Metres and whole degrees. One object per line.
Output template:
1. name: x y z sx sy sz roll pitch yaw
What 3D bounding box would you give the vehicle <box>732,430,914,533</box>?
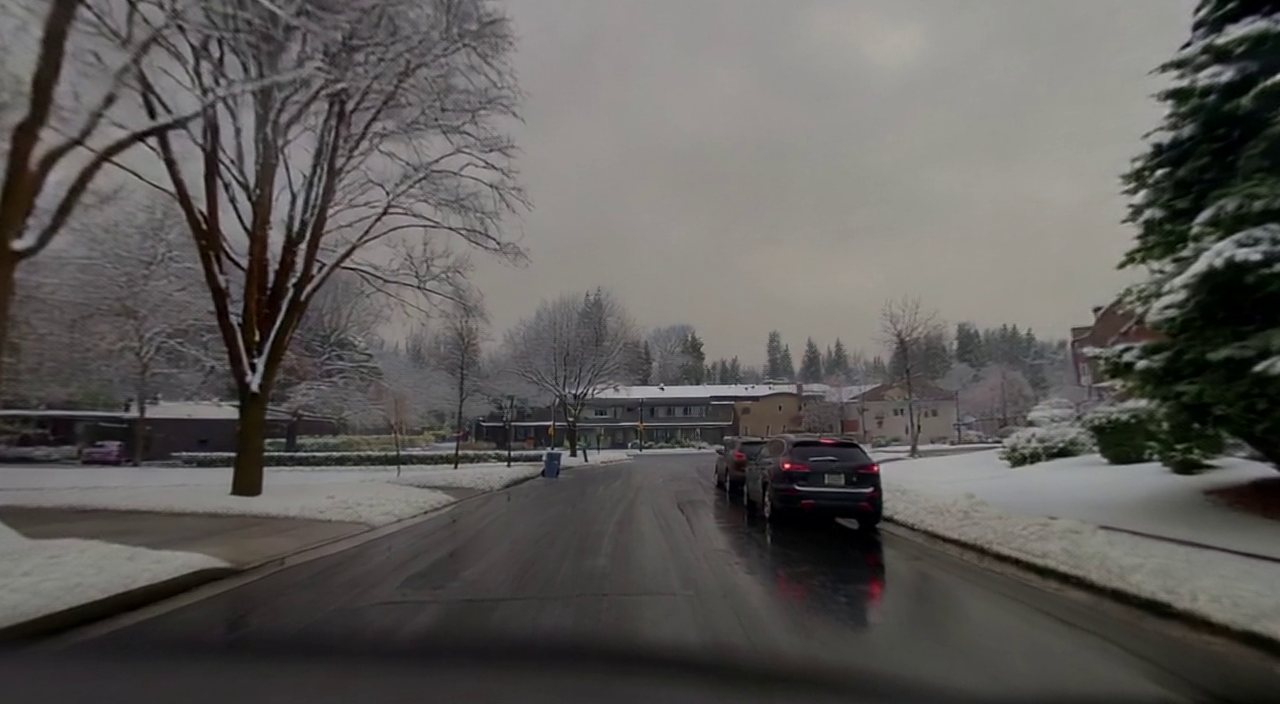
1. vehicle: 3.082 2.290 11.831 2.064 1.532 4.596 0 -8 0

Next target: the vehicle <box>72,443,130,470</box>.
1. vehicle: -36.976 7.133 43.286 4.157 1.687 2.419 -7 -12 43
